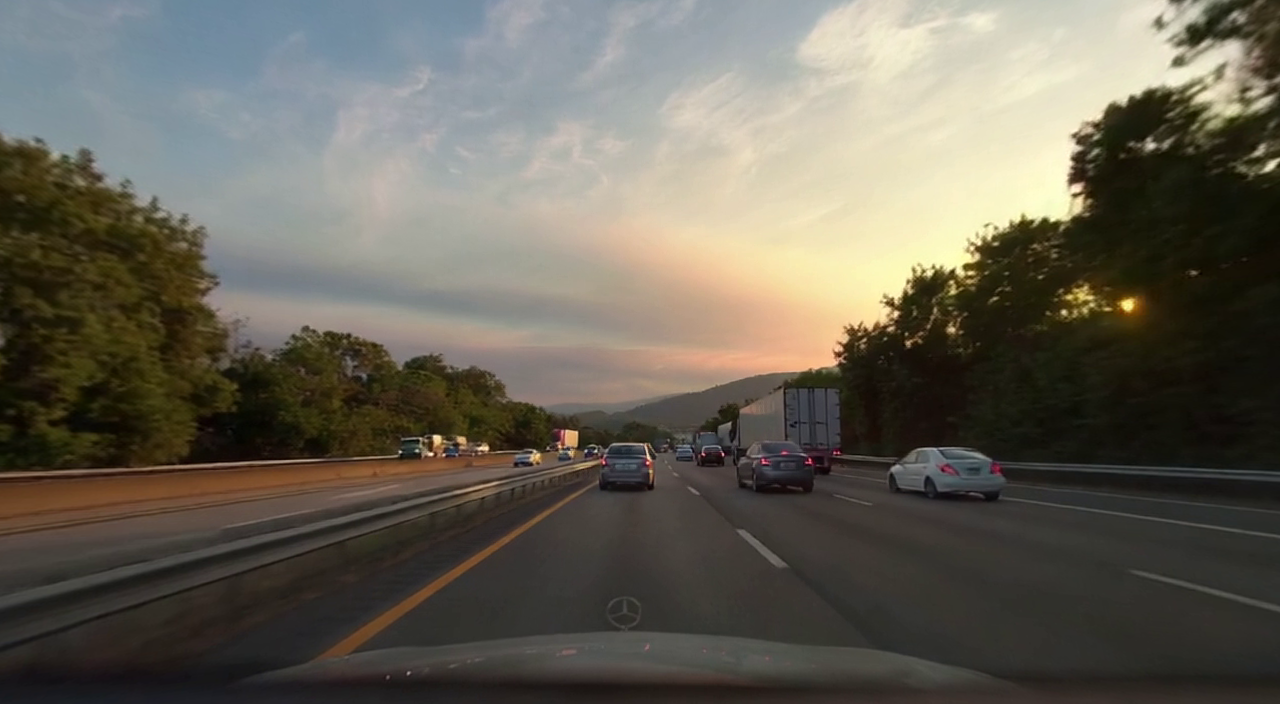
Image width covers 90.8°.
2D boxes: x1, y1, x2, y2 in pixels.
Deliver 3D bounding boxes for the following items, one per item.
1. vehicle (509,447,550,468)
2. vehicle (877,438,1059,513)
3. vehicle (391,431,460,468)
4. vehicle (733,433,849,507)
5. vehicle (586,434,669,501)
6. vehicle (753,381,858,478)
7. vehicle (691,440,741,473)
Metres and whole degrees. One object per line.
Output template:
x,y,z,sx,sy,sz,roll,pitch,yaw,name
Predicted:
-8.204,7.848,47.204,2.053,1.476,4.544,-1,-9,2,vehicle
7.364,2.798,14.750,1.951,1.467,4.173,0,-9,0,vehicle
-15.818,7.312,47.180,2.537,2.511,7.298,0,-9,0,vehicle
3.612,2.907,15.882,1.920,1.594,3.867,0,-9,-1,vehicle
-0.284,3.114,17.363,2.023,1.618,3.628,0,-9,1,vehicle
7.699,3.886,30.763,2.823,4.063,8.485,0,-9,1,vehicle
4.039,5.637,34.115,2.150,1.632,4.260,0,-9,0,vehicle
